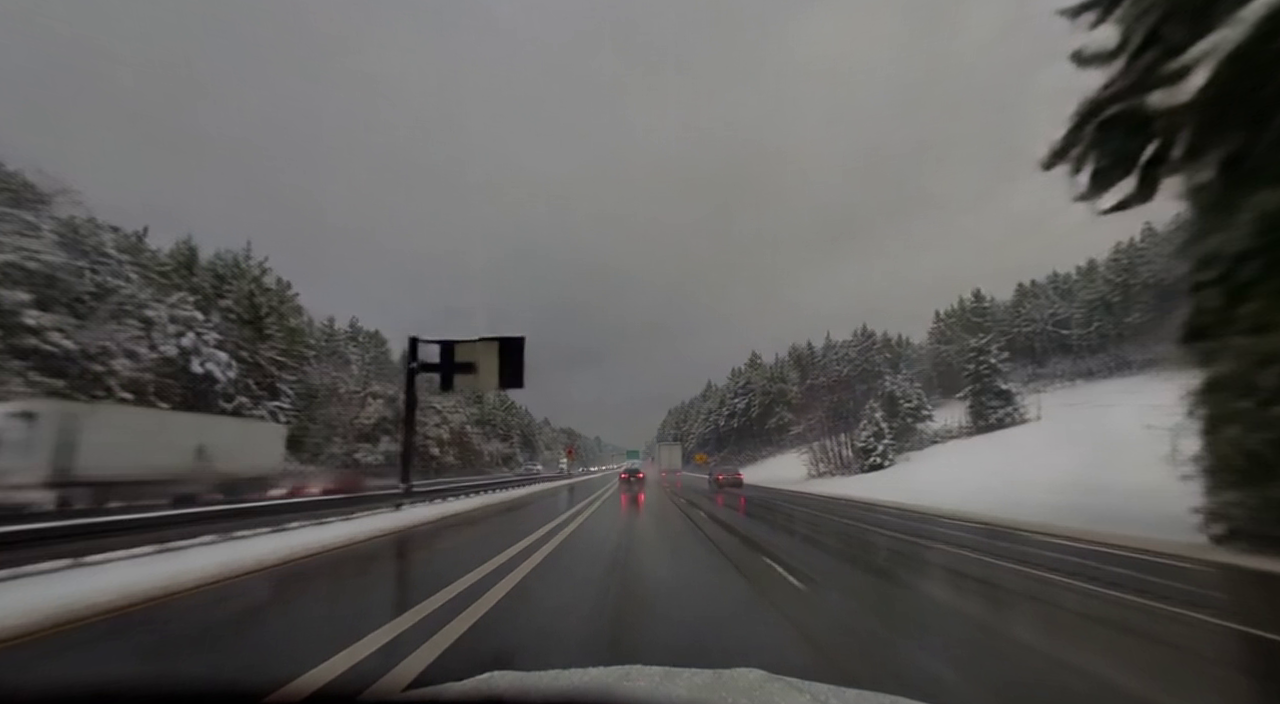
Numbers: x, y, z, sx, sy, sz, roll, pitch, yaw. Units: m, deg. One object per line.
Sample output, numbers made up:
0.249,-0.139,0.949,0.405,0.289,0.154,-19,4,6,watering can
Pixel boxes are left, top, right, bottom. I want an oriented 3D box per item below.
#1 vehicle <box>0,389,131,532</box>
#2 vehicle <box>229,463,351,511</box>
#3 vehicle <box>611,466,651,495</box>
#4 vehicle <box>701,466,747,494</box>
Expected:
-19.763,3.358,19.416,2.911,4.025,5.844,0,-10,0,vehicle
-12.518,4.832,22.934,1.889,1.535,4.380,0,-10,0,vehicle
-0.479,6.870,33.872,2.010,1.436,3.973,0,-10,-1,vehicle
4.739,7.325,36.157,1.897,1.476,4.334,1,-10,-2,vehicle
